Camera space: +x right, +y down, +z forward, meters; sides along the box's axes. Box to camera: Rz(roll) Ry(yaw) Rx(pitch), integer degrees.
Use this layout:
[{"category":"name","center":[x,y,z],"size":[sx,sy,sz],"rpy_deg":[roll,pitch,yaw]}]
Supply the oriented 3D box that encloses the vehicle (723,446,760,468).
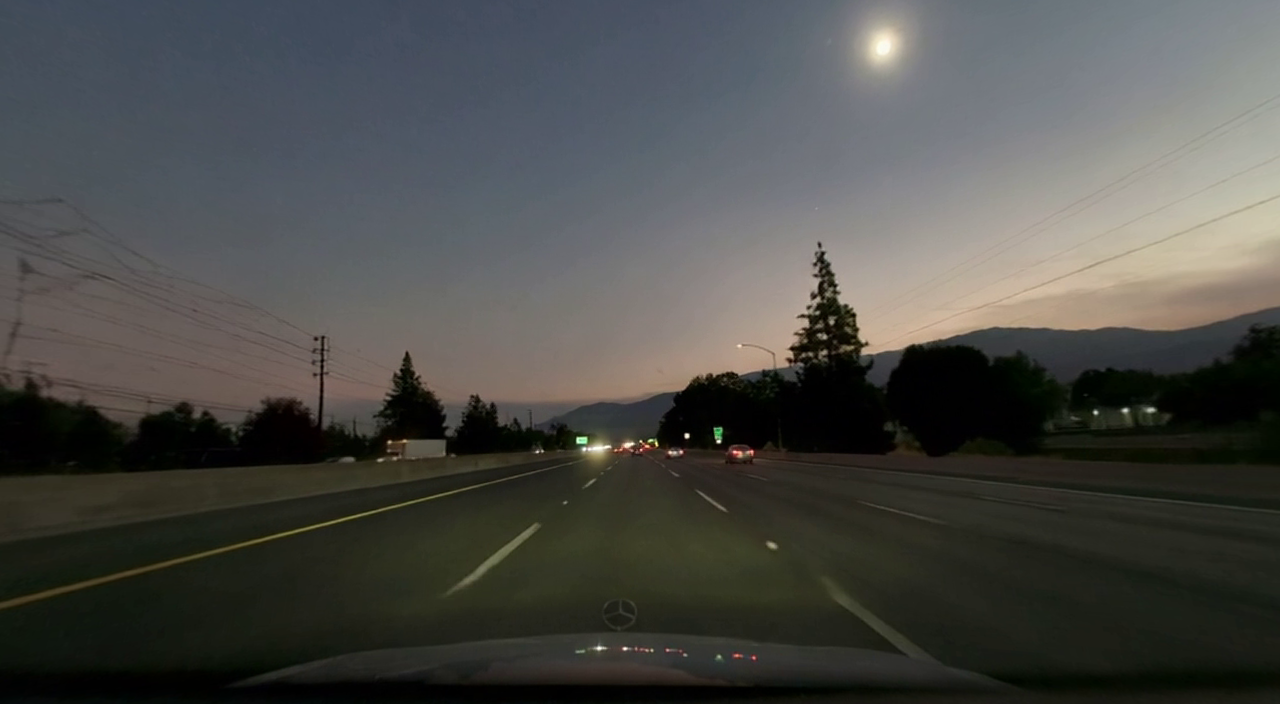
[{"category":"vehicle","center":[7.113,7.402,44.721],"size":[1.817,1.440,4.075],"rpy_deg":[0,-9,-1]}]
